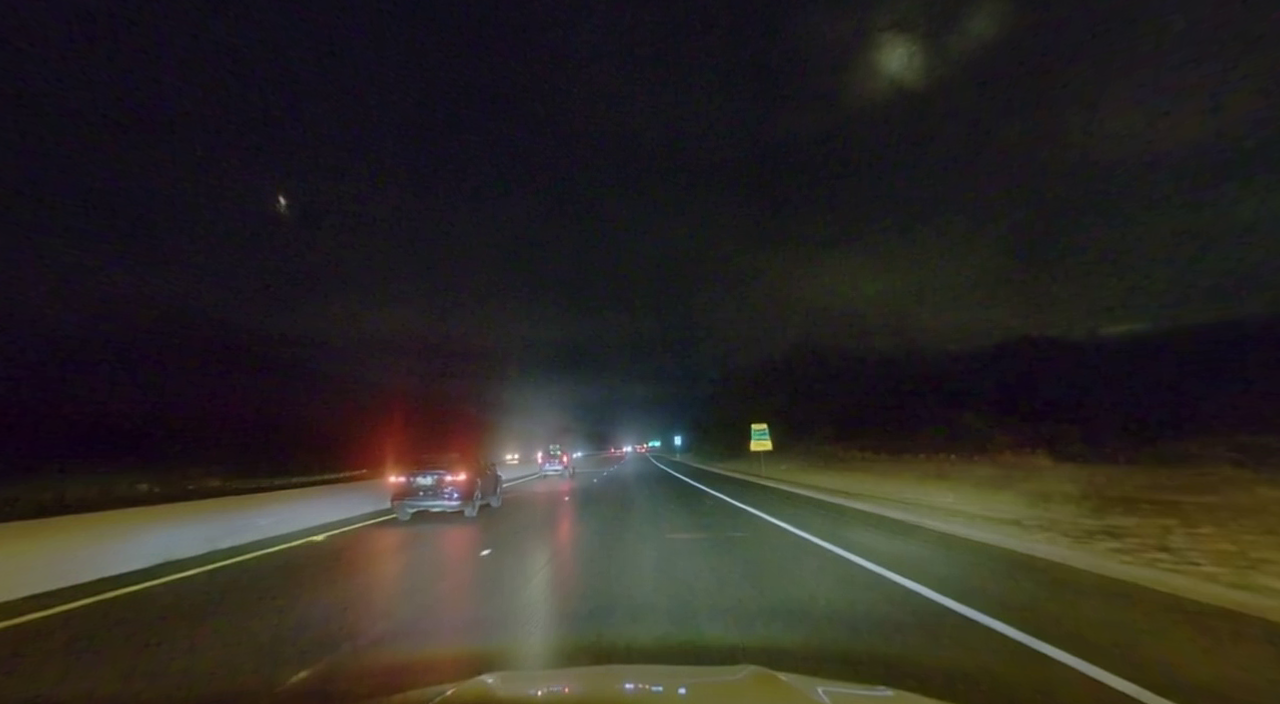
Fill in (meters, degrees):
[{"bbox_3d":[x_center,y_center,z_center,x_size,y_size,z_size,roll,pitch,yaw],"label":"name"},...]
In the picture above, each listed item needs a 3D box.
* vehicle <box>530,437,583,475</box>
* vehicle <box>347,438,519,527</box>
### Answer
[{"bbox_3d":[-4.382,5.531,33.711,2.177,1.852,4.427,0,-9,1],"label":"vehicle"},{"bbox_3d":[-4.065,2.635,13.336,2.044,1.527,4.607,0,-9,0],"label":"vehicle"}]
